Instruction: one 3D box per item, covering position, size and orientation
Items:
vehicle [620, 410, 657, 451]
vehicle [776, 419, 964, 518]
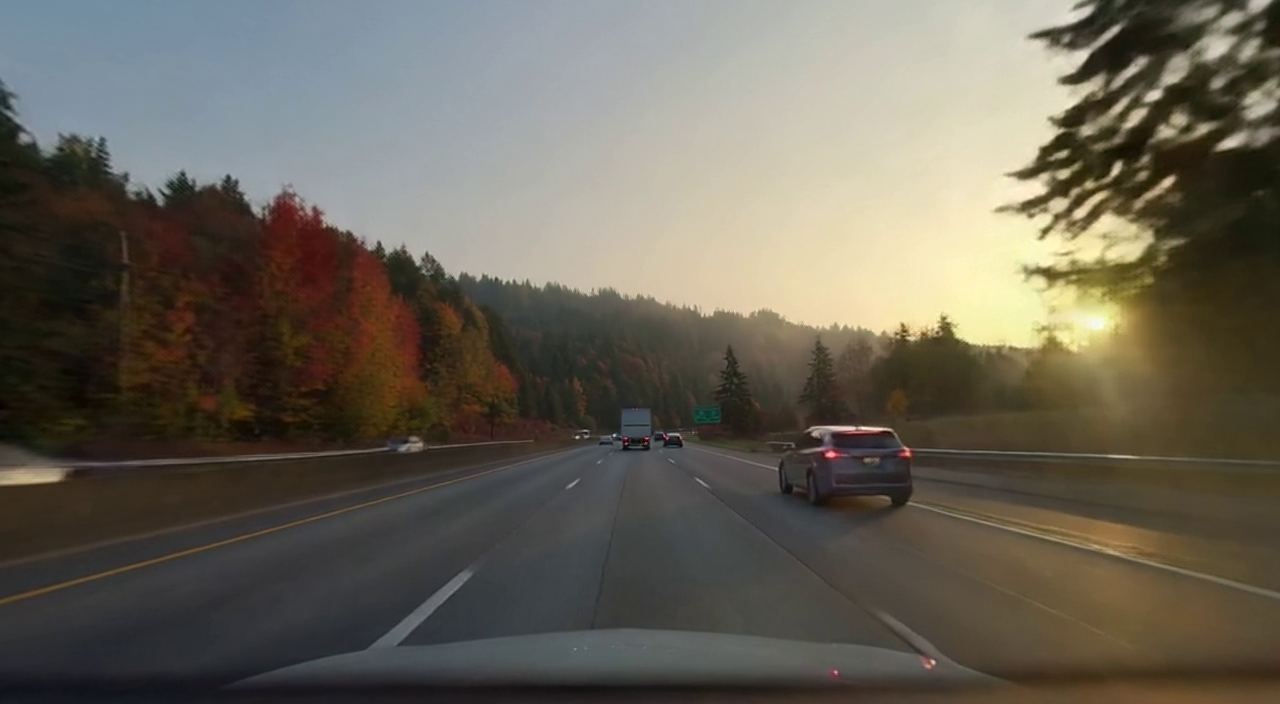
[{"bbox_3d":[-0.196,6.122,48.643,2.631,2.957,6.512,0,-8,-2],"label":"vehicle"},{"bbox_3d":[3.964,2.048,11.657,1.882,1.492,3.958,0,-8,-2],"label":"vehicle"}]
